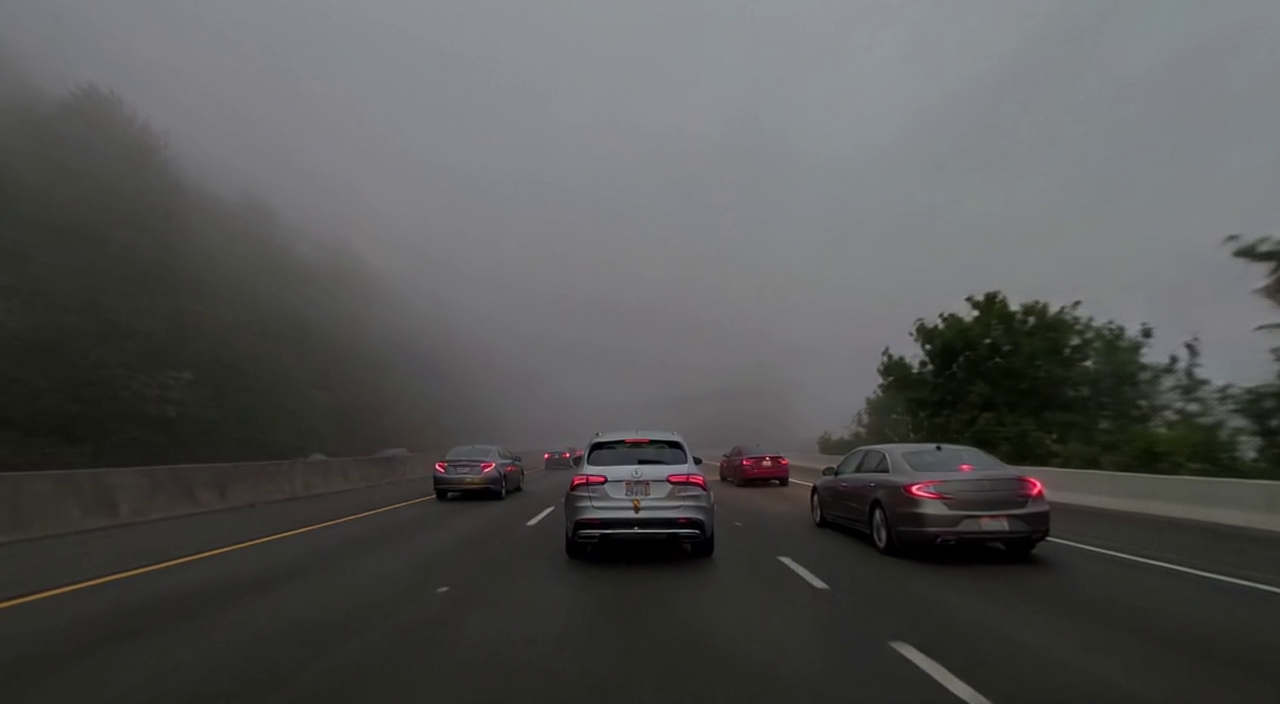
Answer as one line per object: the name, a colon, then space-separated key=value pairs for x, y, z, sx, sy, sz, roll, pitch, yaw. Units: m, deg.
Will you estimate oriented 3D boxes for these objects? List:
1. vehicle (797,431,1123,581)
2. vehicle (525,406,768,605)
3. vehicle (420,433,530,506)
vehicle: x=3.684 y=1.856 z=8.440 sx=1.953 sy=1.434 sz=4.511 roll=0 pitch=-9 yaw=-1
vehicle: x=0.010 y=1.620 z=7.421 sx=2.093 sy=1.695 sz=3.782 roll=0 pitch=-9 yaw=-2
vehicle: x=-4.250 y=3.100 z=16.931 sx=1.890 sy=1.708 sz=3.844 roll=0 pitch=-9 yaw=0
